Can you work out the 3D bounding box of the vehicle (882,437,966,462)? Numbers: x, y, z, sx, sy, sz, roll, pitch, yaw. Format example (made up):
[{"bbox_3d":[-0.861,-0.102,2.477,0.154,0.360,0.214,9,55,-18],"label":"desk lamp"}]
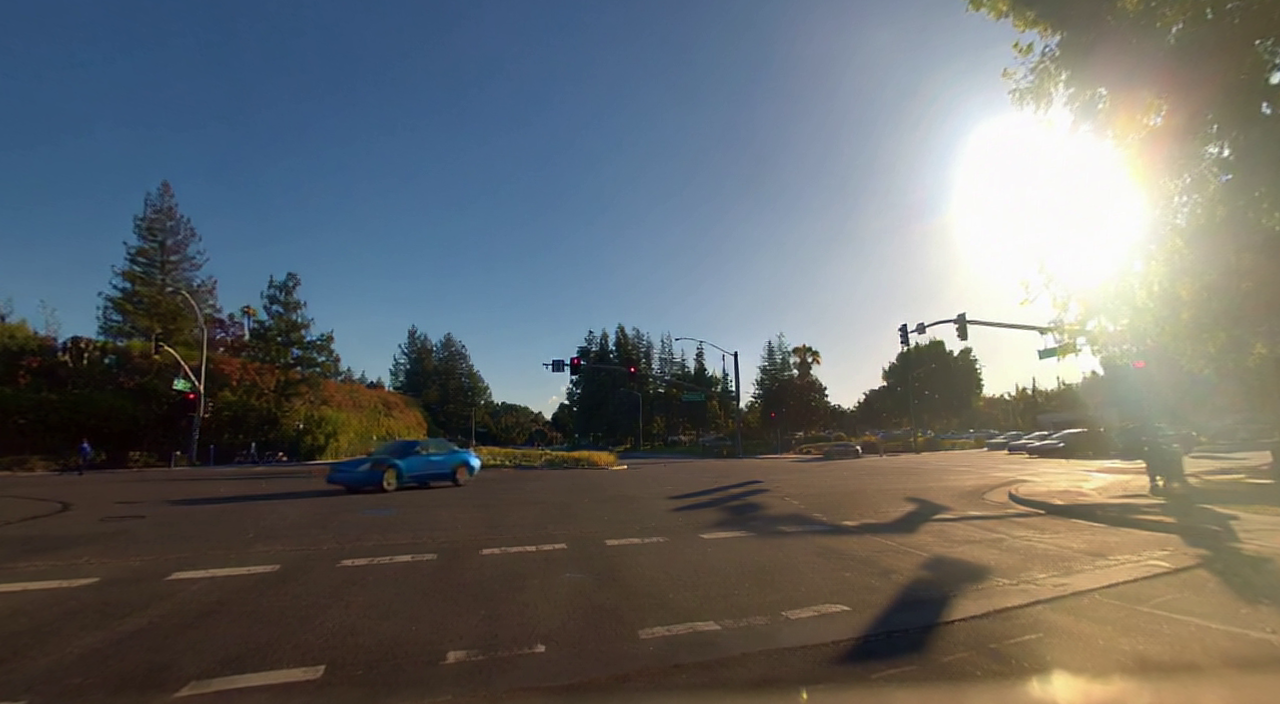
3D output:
[{"bbox_3d":[18.709,6.424,41.607,5.234,1.549,1.982,4,-9,-24],"label":"vehicle"}]

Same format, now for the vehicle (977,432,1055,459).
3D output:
[{"bbox_3d":[26.957,6.721,45.240,5.032,1.828,2.183,4,-9,-24],"label":"vehicle"}]

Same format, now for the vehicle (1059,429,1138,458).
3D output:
[{"bbox_3d":[36.102,7.198,49.712,6.148,2.119,2.473,4,-10,-28],"label":"vehicle"}]

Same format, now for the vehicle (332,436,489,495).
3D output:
[{"bbox_3d":[-6.502,3.215,18.276,1.740,1.500,3.896,-6,-11,35],"label":"vehicle"}]
